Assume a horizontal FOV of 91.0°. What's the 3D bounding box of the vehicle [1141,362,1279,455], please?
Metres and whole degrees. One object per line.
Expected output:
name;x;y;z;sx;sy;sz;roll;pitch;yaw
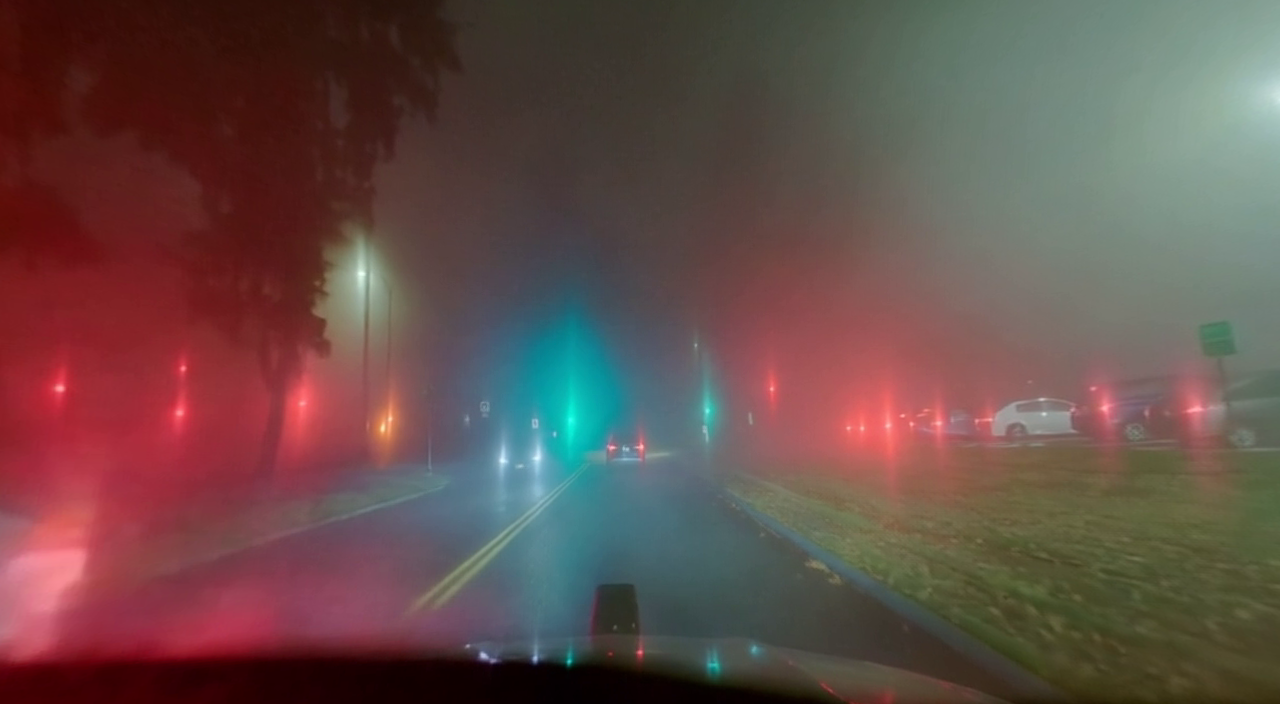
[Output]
vehicle;12.009;0.885;11.131;4.349;1.462;1.982;-5;-7;7

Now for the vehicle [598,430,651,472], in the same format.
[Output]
vehicle;-0.636;4.288;27.500;2.142;1.686;3.816;-1;-8;0

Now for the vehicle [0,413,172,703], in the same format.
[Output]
vehicle;-3.440;0.869;1.455;1.973;1.512;3.524;0;-8;0

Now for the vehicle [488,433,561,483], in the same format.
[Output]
vehicle;-4.093;3.818;23.004;2.057;1.613;4.062;0;-8;-2
